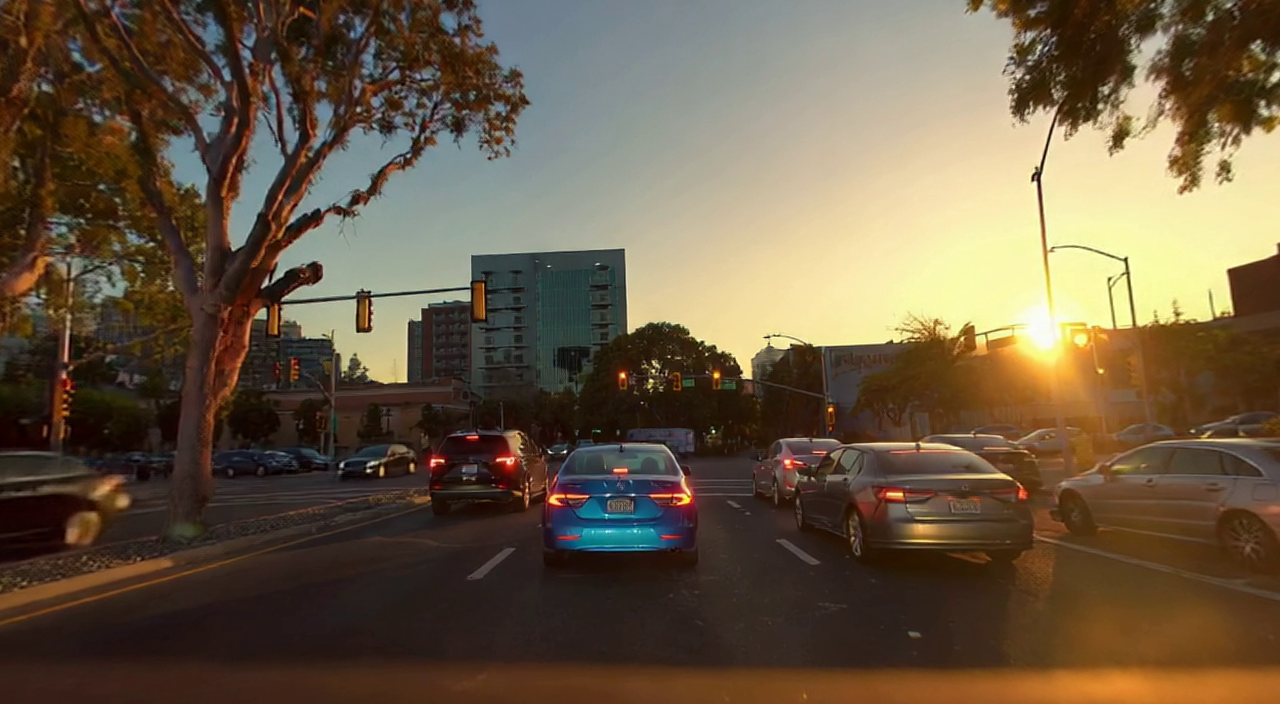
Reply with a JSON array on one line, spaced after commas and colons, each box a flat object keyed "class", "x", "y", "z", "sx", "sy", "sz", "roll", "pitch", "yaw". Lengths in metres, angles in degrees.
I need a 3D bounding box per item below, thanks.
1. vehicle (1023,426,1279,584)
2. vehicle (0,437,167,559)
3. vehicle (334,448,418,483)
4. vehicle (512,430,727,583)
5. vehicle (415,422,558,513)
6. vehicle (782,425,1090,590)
[{"class": "vehicle", "x": 7.194, "y": 1.732, "z": 7.825, "sx": 2.004, "sy": 1.508, "sz": 4.646, "roll": 0, "pitch": -8, "yaw": 0}, {"class": "vehicle", "x": -8.816, "y": 1.829, "z": 7.995, "sx": 1.966, "sy": 1.469, "sz": 4.714, "roll": 0, "pitch": -9, "yaw": 1}, {"class": "vehicle", "x": -12.238, "y": 5.247, "z": 29.619, "sx": 1.872, "sy": 1.463, "sz": 4.455, "roll": 0, "pitch": -8, "yaw": 2}, {"class": "vehicle", "x": -0.177, "y": 1.805, "z": 8.191, "sx": 2.098, "sy": 1.477, "sz": 3.897, "roll": 0, "pitch": -8, "yaw": 1}, {"class": "vehicle", "x": -3.446, "y": 2.710, "z": 15.396, "sx": 2.160, "sy": 1.823, "sz": 5.115, "roll": 0, "pitch": -8, "yaw": 1}, {"class": "vehicle", "x": 3.235, "y": 1.762, "z": 8.035, "sx": 2.020, "sy": 1.513, "sz": 4.120, "roll": 0, "pitch": -8, "yaw": 2}]
